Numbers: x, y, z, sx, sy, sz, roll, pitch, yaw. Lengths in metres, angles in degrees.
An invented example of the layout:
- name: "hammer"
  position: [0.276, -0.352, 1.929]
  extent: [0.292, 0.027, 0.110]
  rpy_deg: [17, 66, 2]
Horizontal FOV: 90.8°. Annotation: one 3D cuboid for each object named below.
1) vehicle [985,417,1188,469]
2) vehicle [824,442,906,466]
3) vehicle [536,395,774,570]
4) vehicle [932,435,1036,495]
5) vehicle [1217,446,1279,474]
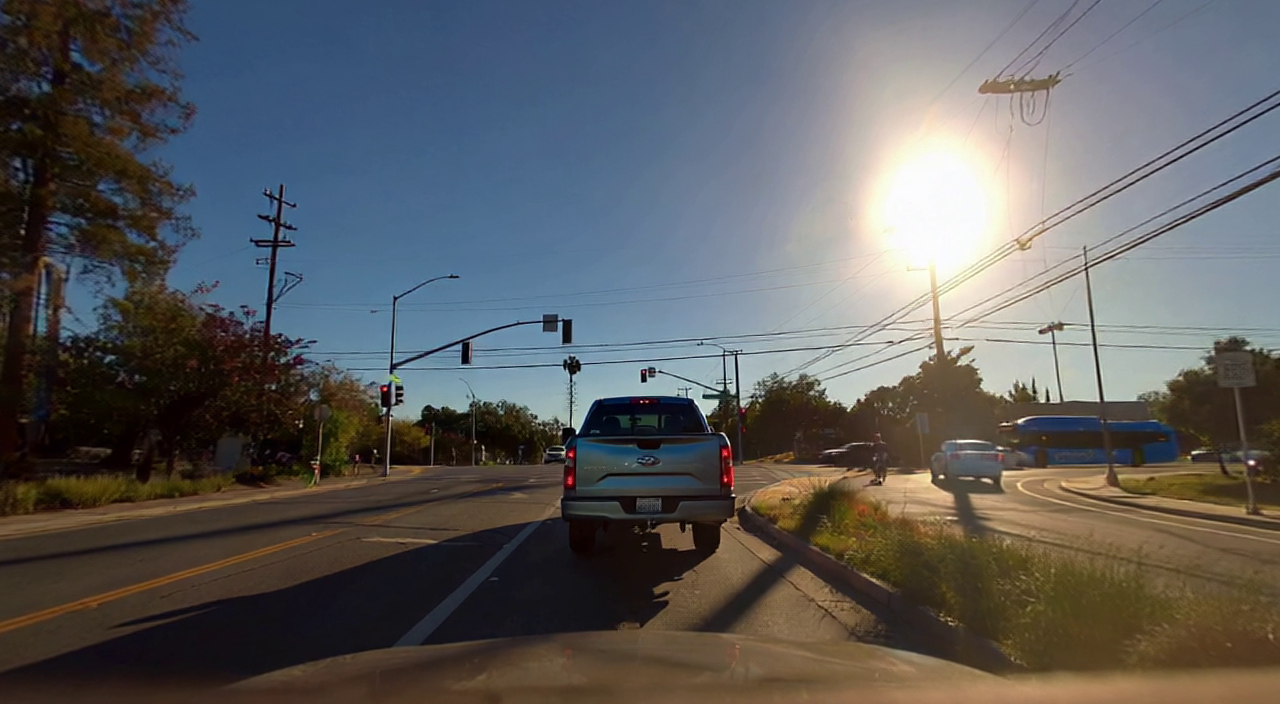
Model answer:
- name: "vehicle"
  position: [28.902, 5.953, 41.292]
  extent: [10.726, 3.128, 3.003]
  rpy_deg: [-1, -8, 1]
- name: "vehicle"
  position: [14.621, 6.653, 41.281]
  extent: [4.578, 1.490, 1.935]
  rpy_deg: [-1, -8, 2]
- name: "vehicle"
  position: [0.128, 1.888, 10.026]
  extent: [2.707, 1.964, 5.485]
  rpy_deg: [0, -8, -1]
- name: "vehicle"
  position: [9.790, 3.201, 18.346]
  extent: [2.060, 1.496, 4.520]
  rpy_deg: [-4, -9, 22]
- name: "vehicle"
  position: [41.397, 7.018, 41.261]
  extent: [5.426, 1.728, 1.999]
  rpy_deg: [0, -8, -2]
